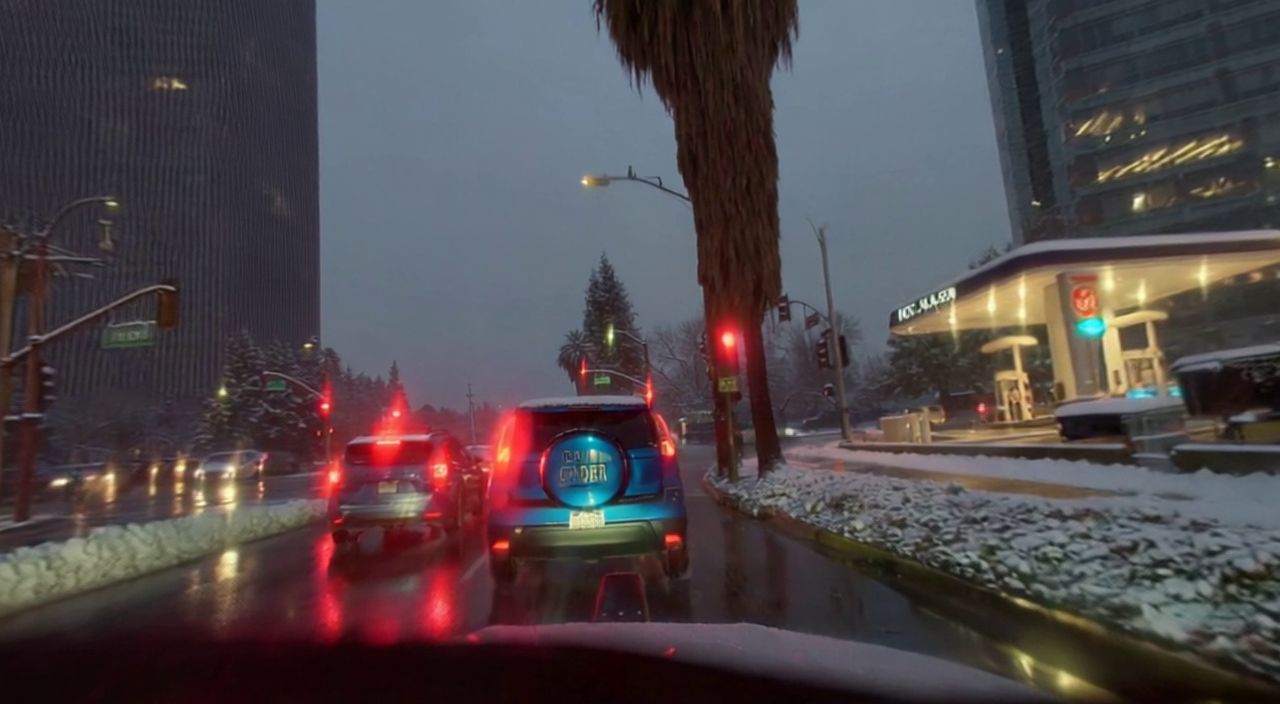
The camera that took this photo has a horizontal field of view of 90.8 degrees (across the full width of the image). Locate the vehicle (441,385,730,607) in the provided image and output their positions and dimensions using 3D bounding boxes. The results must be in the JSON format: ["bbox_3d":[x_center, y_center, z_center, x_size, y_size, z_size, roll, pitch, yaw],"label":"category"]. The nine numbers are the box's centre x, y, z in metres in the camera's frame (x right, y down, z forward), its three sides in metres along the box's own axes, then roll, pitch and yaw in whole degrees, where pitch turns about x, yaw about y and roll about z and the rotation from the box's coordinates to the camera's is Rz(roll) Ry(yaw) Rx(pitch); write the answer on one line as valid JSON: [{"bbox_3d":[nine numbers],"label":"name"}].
[{"bbox_3d":[-0.634,1.603,8.030,2.519,1.913,4.819,0,-8,-4],"label":"vehicle"}]

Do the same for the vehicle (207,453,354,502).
[{"bbox_3d":[-15.673,5.467,27.799,5.026,1.958,2.193,0,-8,-3],"label":"vehicle"}]

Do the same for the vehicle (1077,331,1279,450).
[{"bbox_3d":[10.302,0.728,10.602,4.420,1.766,2.104,1,-8,-5],"label":"vehicle"}]

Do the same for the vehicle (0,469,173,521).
[{"bbox_3d":[-20.858,5.344,23.837,4.660,1.708,2.331,-1,-8,4],"label":"vehicle"}]

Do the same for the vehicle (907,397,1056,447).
[{"bbox_3d":[14.463,3.021,27.005,5.033,1.999,2.259,0,-8,-3],"label":"vehicle"}]

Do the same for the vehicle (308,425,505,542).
[{"bbox_3d":[-4.011,2.321,11.956,2.097,1.692,5.030,0,-8,-4],"label":"vehicle"}]

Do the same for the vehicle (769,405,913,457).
[{"bbox_3d":[8.411,3.364,26.709,5.307,2.076,2.122,1,-8,-5],"label":"vehicle"}]
